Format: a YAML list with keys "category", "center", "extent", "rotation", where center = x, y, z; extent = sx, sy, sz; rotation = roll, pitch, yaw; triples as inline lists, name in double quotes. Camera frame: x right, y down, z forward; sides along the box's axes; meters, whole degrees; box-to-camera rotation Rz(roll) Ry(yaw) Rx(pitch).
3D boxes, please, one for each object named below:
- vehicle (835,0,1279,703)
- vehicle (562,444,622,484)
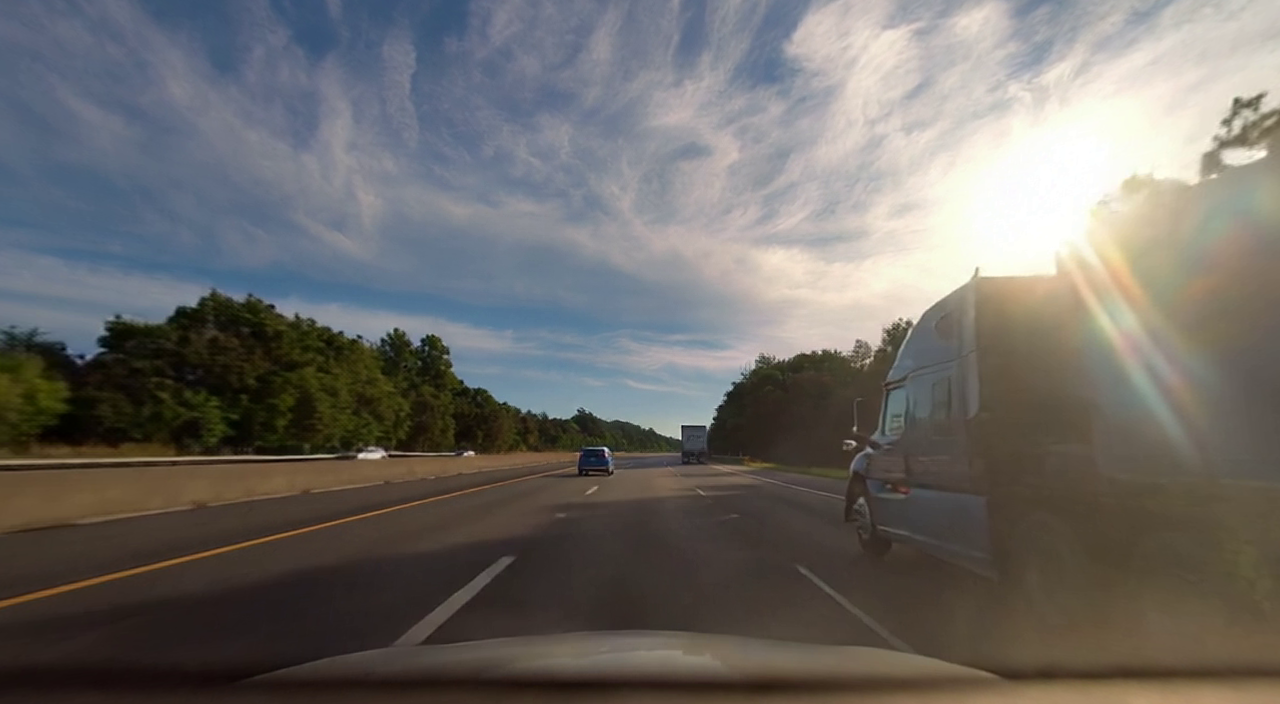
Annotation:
- category: "vehicle"
  center: [4.172, 0.152, 5.284]
  extent: [3.014, 3.921, 6.052]
  rotation: [0, -9, 0]
- category: "vehicle"
  center: [-2.087, 5.104, 29.066]
  extent: [2.297, 1.683, 4.385]
  rotation: [0, -9, 2]
